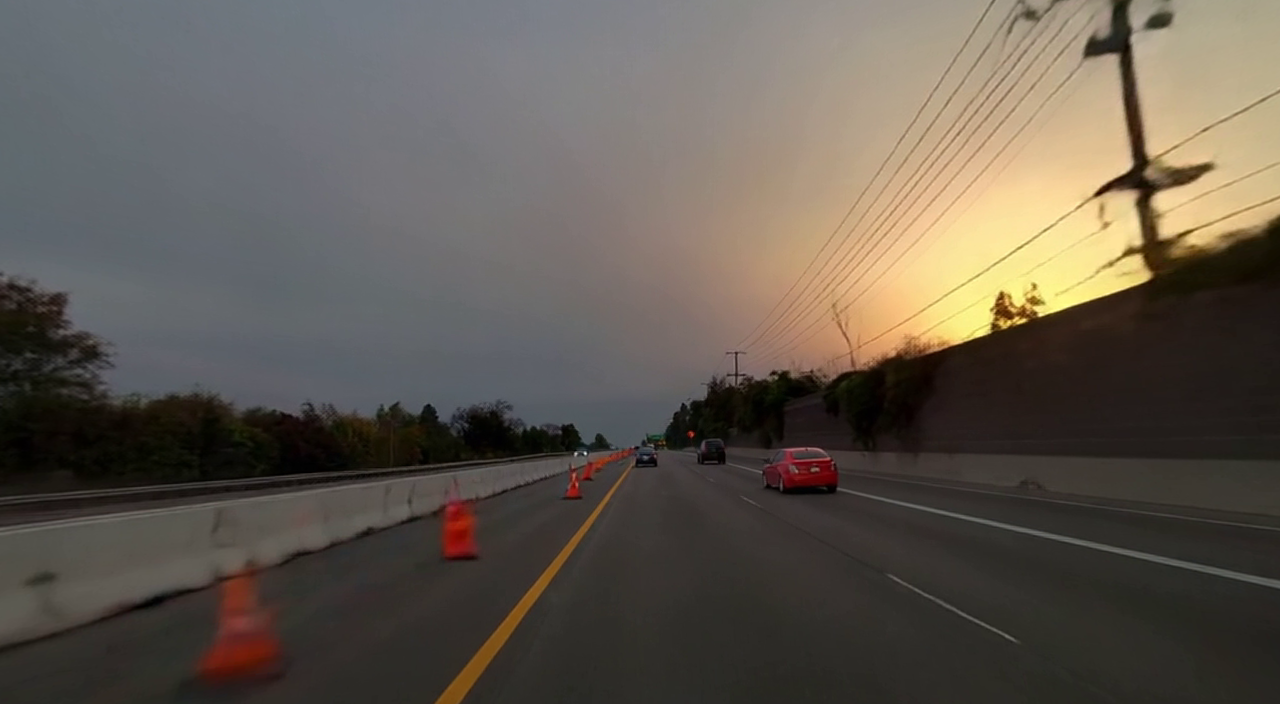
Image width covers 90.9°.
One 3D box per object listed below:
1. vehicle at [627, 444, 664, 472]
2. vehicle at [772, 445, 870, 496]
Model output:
[{"bbox_3d":[0.353,6.381,38.184,2.096,1.583,4.150,0,-8,1],"label":"vehicle"},{"bbox_3d":[5.501,3.632,19.769,1.881,1.409,4.016,0,-8,0],"label":"vehicle"}]
